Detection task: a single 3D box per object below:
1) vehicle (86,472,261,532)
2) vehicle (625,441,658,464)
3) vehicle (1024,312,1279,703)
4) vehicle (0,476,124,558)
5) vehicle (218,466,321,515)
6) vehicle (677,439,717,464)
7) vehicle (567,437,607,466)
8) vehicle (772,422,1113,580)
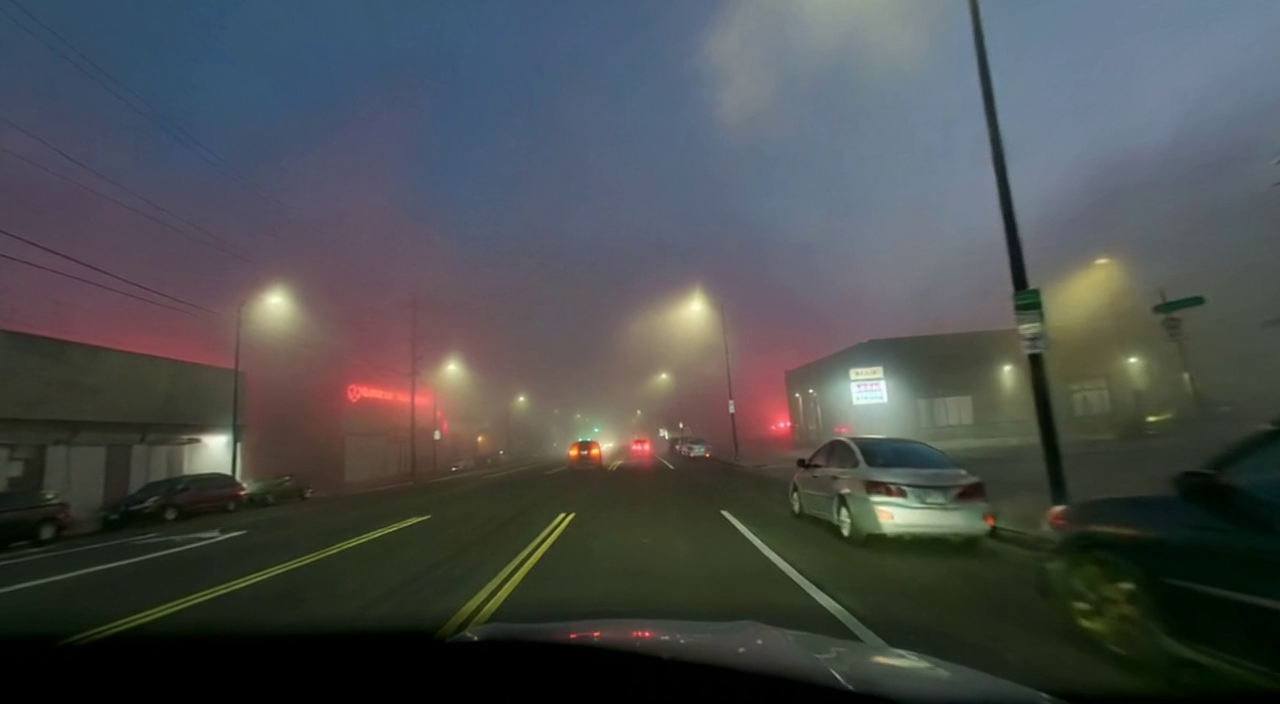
[{"bbox_3d":[-15.762,5.063,21.845,2.081,1.549,5.190,0,-8,0],"label":"vehicle"},{"bbox_3d":[0.055,6.664,42.123,2.099,1.470,4.270,0,-8,-1],"label":"vehicle"},{"bbox_3d":[3.576,0.603,1.462,2.282,1.783,4.796,0,-8,-1],"label":"vehicle"},{"bbox_3d":[-15.477,4.078,15.324,1.957,1.534,5.028,-5,-7,-3],"label":"vehicle"},{"bbox_3d":[-15.638,5.829,26.929,1.793,1.437,4.415,-5,-7,-1],"label":"vehicle"},{"bbox_3d":[3.596,6.393,40.663,2.042,1.487,5.033,0,-8,-1],"label":"vehicle"},{"bbox_3d":[-3.467,6.669,42.566,2.348,1.831,4.737,0,-8,-1],"label":"vehicle"},{"bbox_3d":[3.391,1.749,8.332,2.057,1.490,4.422,0,-8,-4],"label":"vehicle"}]
